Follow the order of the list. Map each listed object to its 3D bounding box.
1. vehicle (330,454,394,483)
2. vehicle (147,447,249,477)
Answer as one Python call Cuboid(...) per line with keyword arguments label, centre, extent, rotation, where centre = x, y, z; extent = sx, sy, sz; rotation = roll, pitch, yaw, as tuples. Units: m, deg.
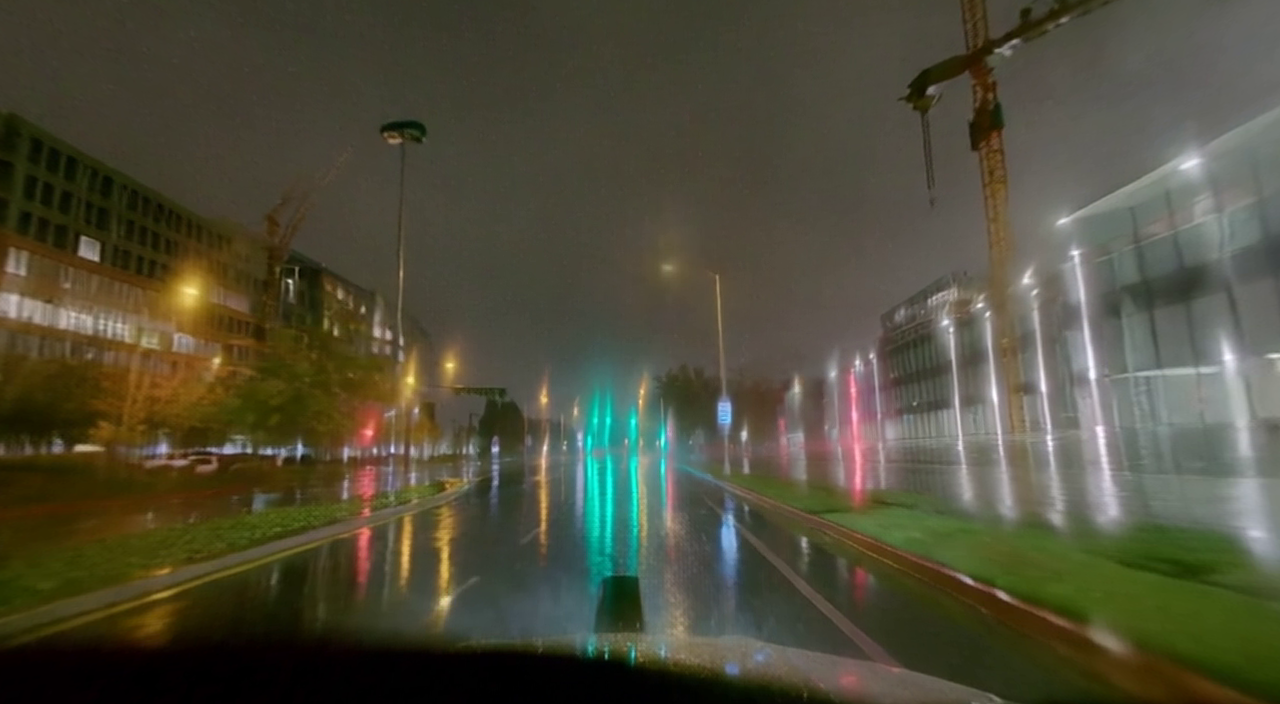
Cuboid(label="vehicle", centre=(-17.129, 7.179, 39.022), extent=(1.921, 1.541, 4.541), rotation=(-1, -8, 0))
Cuboid(label="vehicle", centre=(-25.422, 6.328, 36.361), extent=(4.308, 1.612, 1.989), rotation=(0, -9, -1))
